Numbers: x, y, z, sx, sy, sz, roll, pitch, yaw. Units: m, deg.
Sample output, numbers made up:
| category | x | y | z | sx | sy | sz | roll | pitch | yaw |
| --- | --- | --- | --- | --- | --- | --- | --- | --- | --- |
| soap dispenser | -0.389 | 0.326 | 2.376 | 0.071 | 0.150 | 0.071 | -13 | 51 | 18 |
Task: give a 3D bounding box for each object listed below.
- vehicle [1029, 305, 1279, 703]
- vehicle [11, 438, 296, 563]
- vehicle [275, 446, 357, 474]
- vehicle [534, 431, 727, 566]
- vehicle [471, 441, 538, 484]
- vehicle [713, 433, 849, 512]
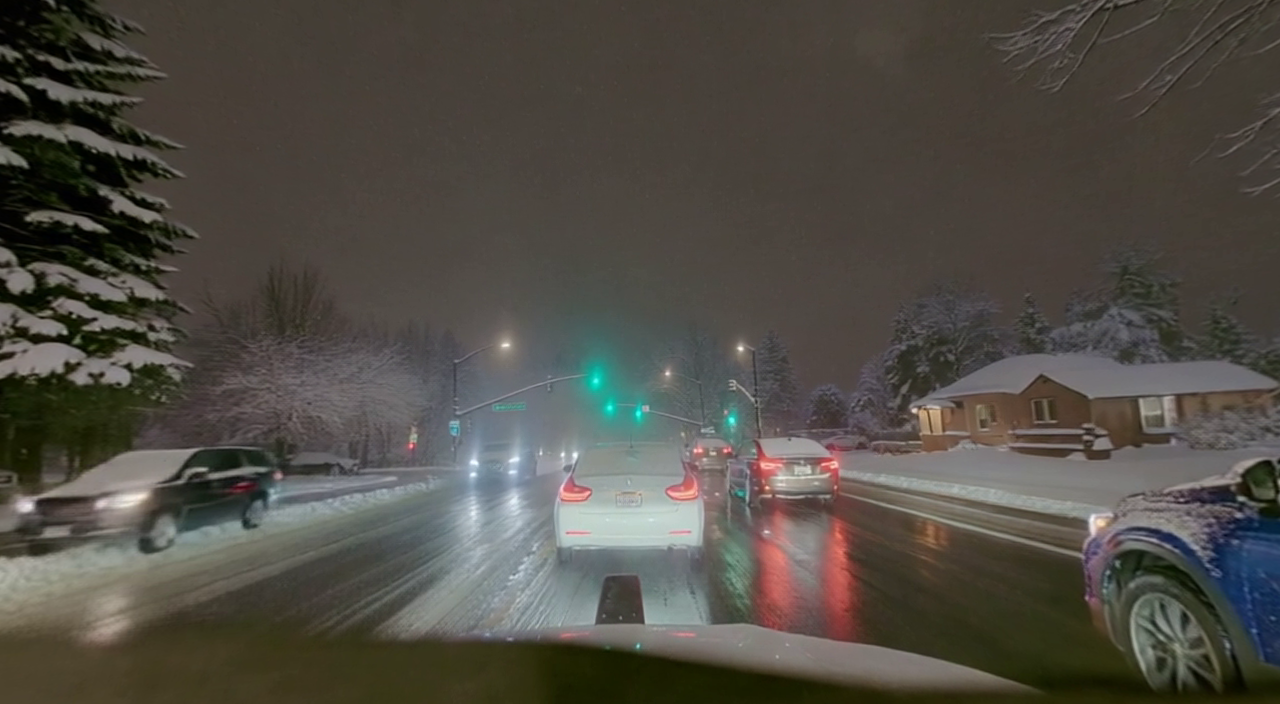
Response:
| category | x | y | z | sx | sy | sz | roll | pitch | yaw |
| --- | --- | --- | --- | --- | --- | --- | --- | --- | --- |
| vehicle | 3.357 | 0.597 | 1.511 | 2.006 | 1.766 | 4.345 | 0 | -8 | -1 |
| vehicle | -8.270 | 2.481 | 11.391 | 1.996 | 1.680 | 4.203 | -2 | -8 | -4 |
| vehicle | -19.859 | 6.638 | 38.798 | 3.957 | 1.630 | 1.881 | 0 | -8 | -1 |
| vehicle | -0.148 | 1.973 | 9.298 | 2.186 | 1.500 | 4.141 | 0 | -8 | -1 |
| vehicle | -5.739 | 4.718 | 27.366 | 2.058 | 1.695 | 4.319 | 0 | -8 | -2 |
| vehicle | 3.004 | 2.667 | 14.529 | 1.971 | 1.517 | 4.521 | 0 | -8 | -1 |
